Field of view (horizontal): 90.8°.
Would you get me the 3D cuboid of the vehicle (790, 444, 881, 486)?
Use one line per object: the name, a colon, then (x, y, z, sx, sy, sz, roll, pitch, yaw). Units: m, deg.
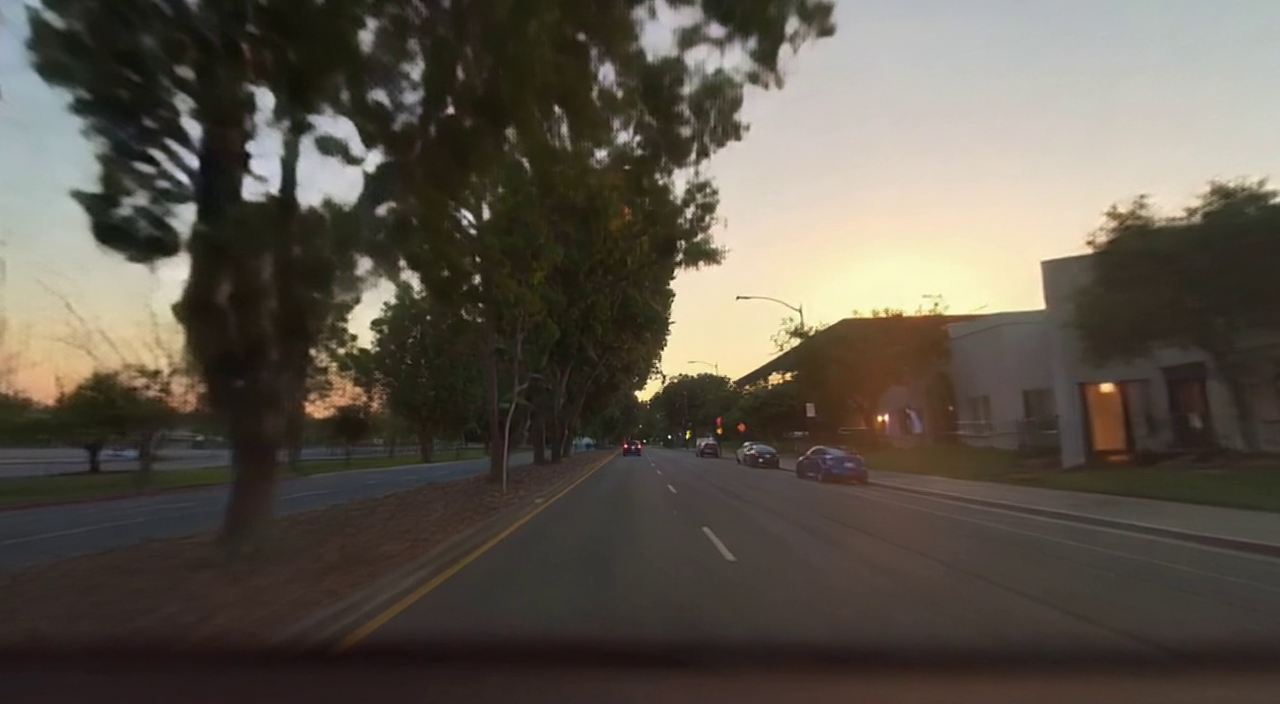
vehicle: (7.435, 4.316, 24.546, 1.991, 1.446, 4.685, 0, -8, -1)

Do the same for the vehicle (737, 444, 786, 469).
vehicle: (7.428, 6.434, 39.110, 2.024, 1.447, 4.665, 0, -8, -1)
